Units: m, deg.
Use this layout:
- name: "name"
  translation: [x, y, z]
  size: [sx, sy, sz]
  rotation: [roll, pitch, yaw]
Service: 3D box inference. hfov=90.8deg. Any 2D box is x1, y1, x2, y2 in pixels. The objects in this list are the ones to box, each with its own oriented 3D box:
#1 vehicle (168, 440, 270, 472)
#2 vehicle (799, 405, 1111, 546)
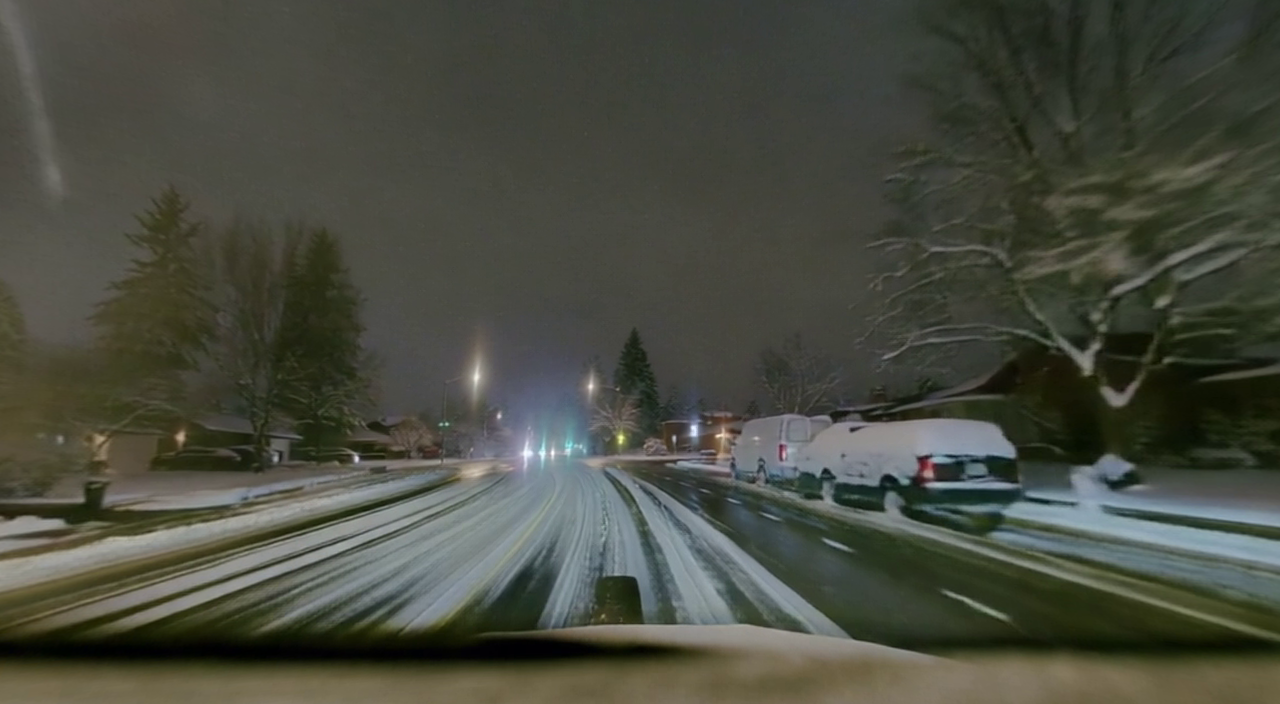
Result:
- name: "vehicle"
  translation: [-27.069, 6.683, 40.772]
  size: [4.975, 1.847, 2.096]
  rotation: [1, -8, -14]
- name: "vehicle"
  translation: [5.584, 2.346, 12.899]
  size: [2.670, 2.085, 6.775]
  rotation: [0, -8, -2]
